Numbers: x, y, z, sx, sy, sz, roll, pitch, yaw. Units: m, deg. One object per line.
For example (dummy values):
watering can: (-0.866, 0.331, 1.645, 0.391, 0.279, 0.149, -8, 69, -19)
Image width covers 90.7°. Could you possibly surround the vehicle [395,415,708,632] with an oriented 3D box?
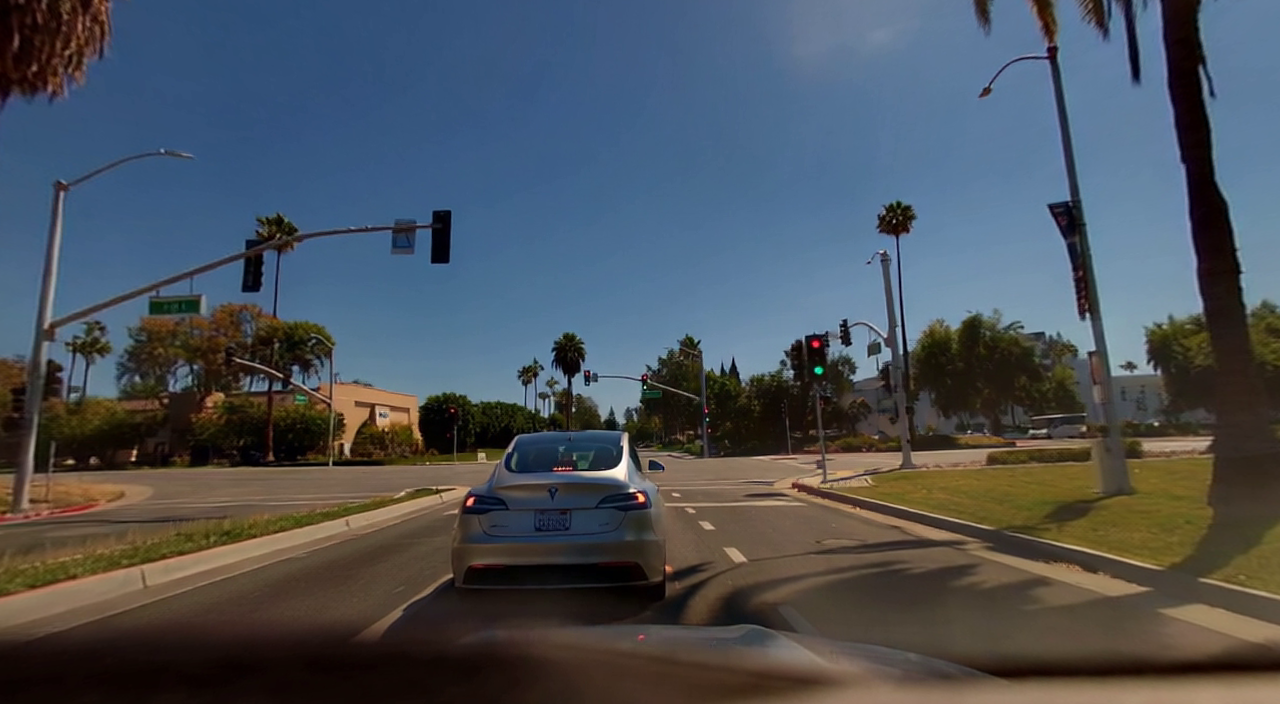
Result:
vehicle: (-0.636, 1.504, 6.559, 2.152, 1.478, 4.229, 0, -9, -1)
